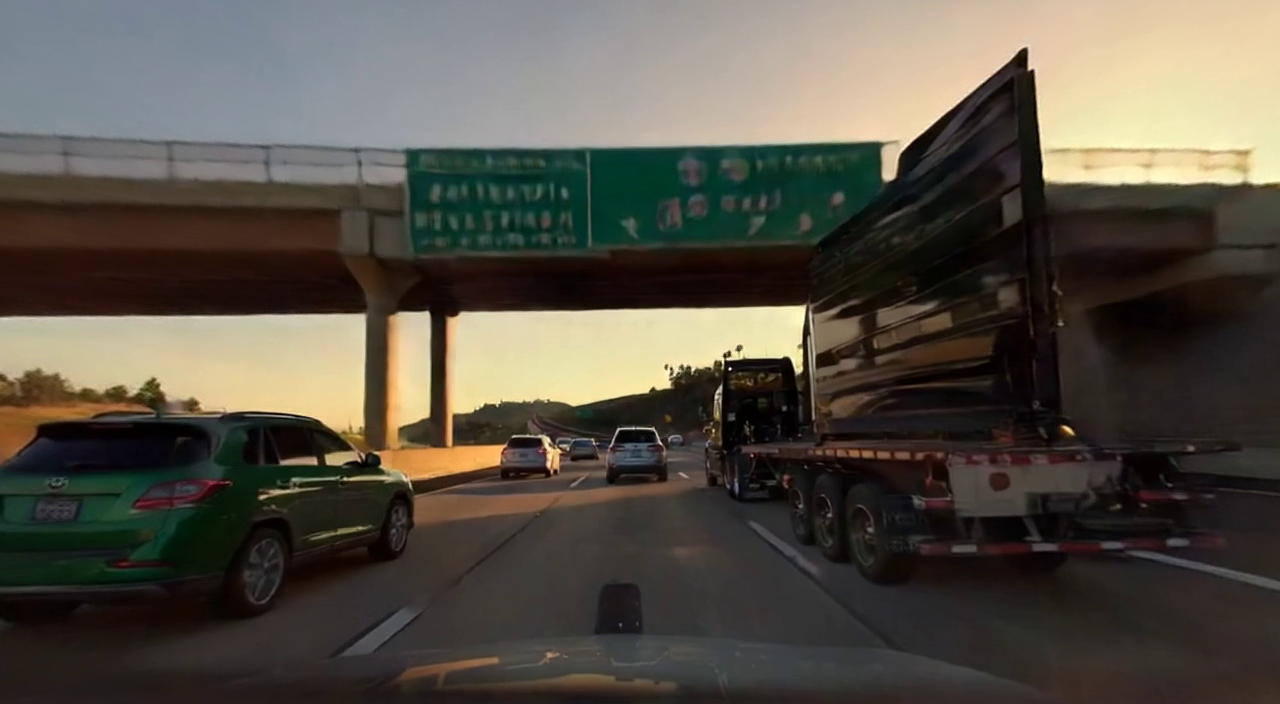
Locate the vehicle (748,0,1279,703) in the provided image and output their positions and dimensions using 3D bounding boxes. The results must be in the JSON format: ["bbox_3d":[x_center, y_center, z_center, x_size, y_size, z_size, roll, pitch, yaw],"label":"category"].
[{"bbox_3d":[3.594,-0.119,4.556,2.852,4.121,16.210,0,-8,0],"label":"vehicle"}]

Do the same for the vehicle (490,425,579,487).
[{"bbox_3d":[-3.352,3.440,21.033,2.120,1.812,4.659,0,-8,1],"label":"vehicle"}]

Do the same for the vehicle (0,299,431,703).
[{"bbox_3d":[-3.396,1.027,4.322,2.193,1.803,4.958,0,-8,0],"label":"vehicle"}]

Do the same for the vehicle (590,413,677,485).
[{"bbox_3d":[-0.205,3.439,22.532,2.704,2.216,5.804,0,-8,0],"label":"vehicle"}]
